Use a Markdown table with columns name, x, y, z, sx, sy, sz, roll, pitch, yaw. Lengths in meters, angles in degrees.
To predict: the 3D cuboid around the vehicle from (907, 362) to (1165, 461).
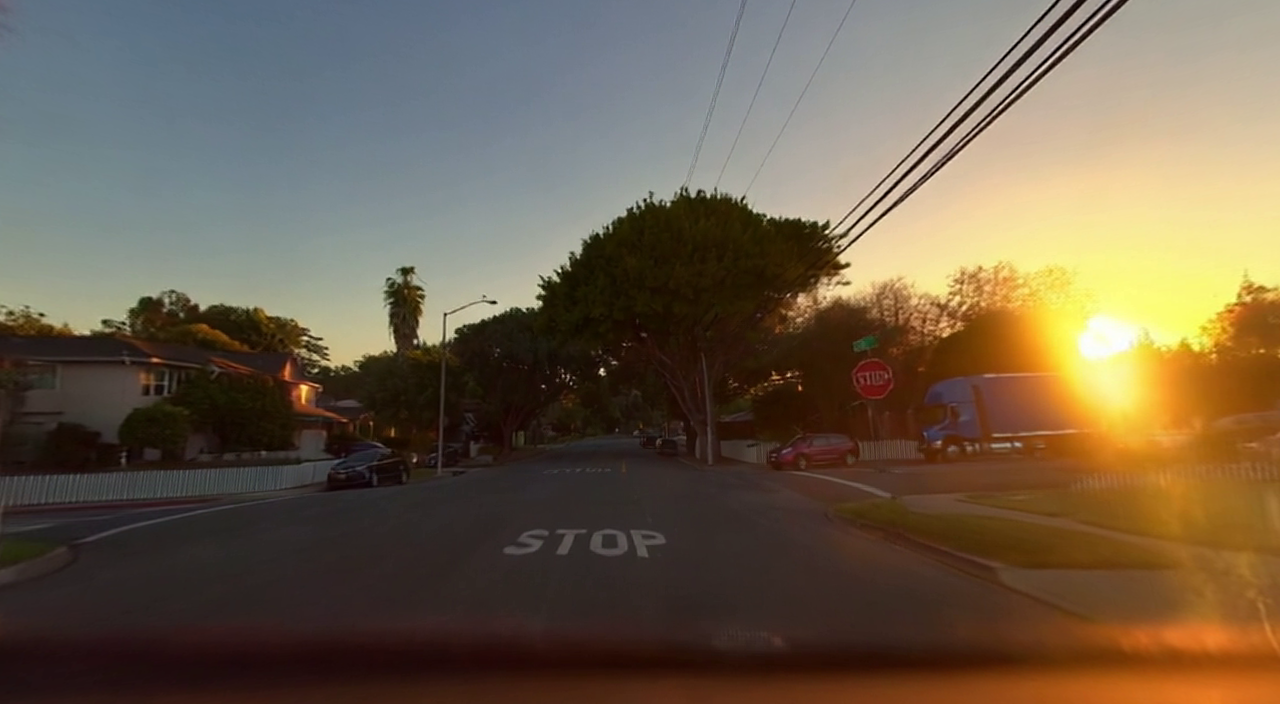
| name | x | y | z | sx | sy | sz | roll | pitch | yaw |
| --- | --- | --- | --- | --- | --- | --- | --- | --- | --- |
| vehicle | 14.903 | 2.351 | 24.304 | 7.759 | 3.523 | 2.930 | 0 | -9 | 0 |

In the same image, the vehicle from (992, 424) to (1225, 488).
| name | x | y | z | sx | sy | sz | roll | pitch | yaw |
| --- | --- | --- | --- | --- | --- | --- | --- | --- | --- |
| vehicle | 11.925 | 2.658 | 16.307 | 4.488 | 1.507 | 1.954 | 0 | -9 | -3 |

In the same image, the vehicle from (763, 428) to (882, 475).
| name | x | y | z | sx | sy | sz | roll | pitch | yaw |
| --- | --- | --- | --- | --- | --- | --- | --- | --- | --- |
| vehicle | 6.933 | 3.837 | 24.372 | 3.867 | 1.710 | 2.107 | 0 | -9 | -2 |
